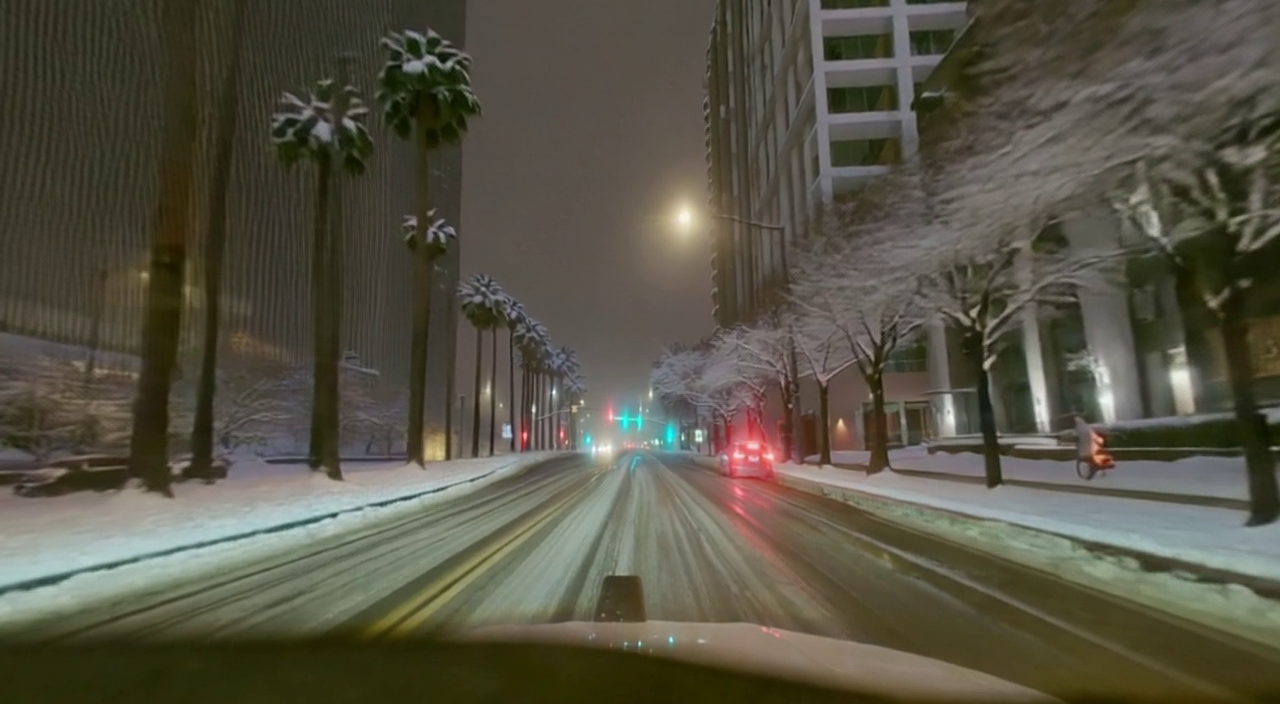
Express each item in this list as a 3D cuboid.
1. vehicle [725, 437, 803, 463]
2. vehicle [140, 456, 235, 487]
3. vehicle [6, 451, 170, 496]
[{"bbox_3d":[8.416,6.739,43.319,4.871,1.708,2.144,0,-9,-2],"label":"vehicle"},{"bbox_3d":[-24.037,6.335,33.765,1.751,1.424,4.506,0,-9,0],"label":"vehicle"},{"bbox_3d":[-24.450,5.361,28.424,2.062,1.765,5.897,0,-8,0],"label":"vehicle"}]
